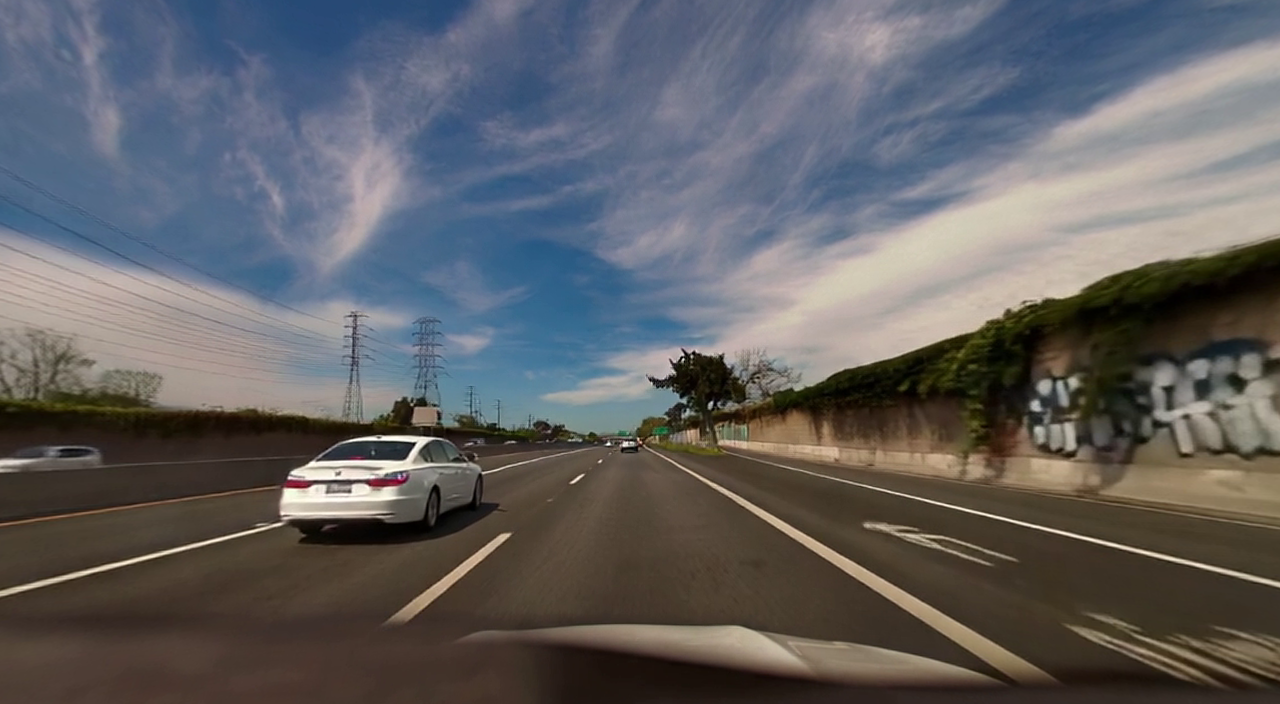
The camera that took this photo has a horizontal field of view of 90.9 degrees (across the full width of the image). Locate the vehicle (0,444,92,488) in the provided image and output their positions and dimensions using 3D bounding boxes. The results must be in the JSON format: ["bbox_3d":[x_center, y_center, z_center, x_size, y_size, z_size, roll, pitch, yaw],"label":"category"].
[{"bbox_3d":[-22.594,4.093,22.879,1.732,1.431,4.093,0,-8,-1],"label":"vehicle"}]

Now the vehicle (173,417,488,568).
[{"bbox_3d":[-3.736,1.752,8.888,2.000,1.513,4.901,0,-8,-1],"label":"vehicle"}]
